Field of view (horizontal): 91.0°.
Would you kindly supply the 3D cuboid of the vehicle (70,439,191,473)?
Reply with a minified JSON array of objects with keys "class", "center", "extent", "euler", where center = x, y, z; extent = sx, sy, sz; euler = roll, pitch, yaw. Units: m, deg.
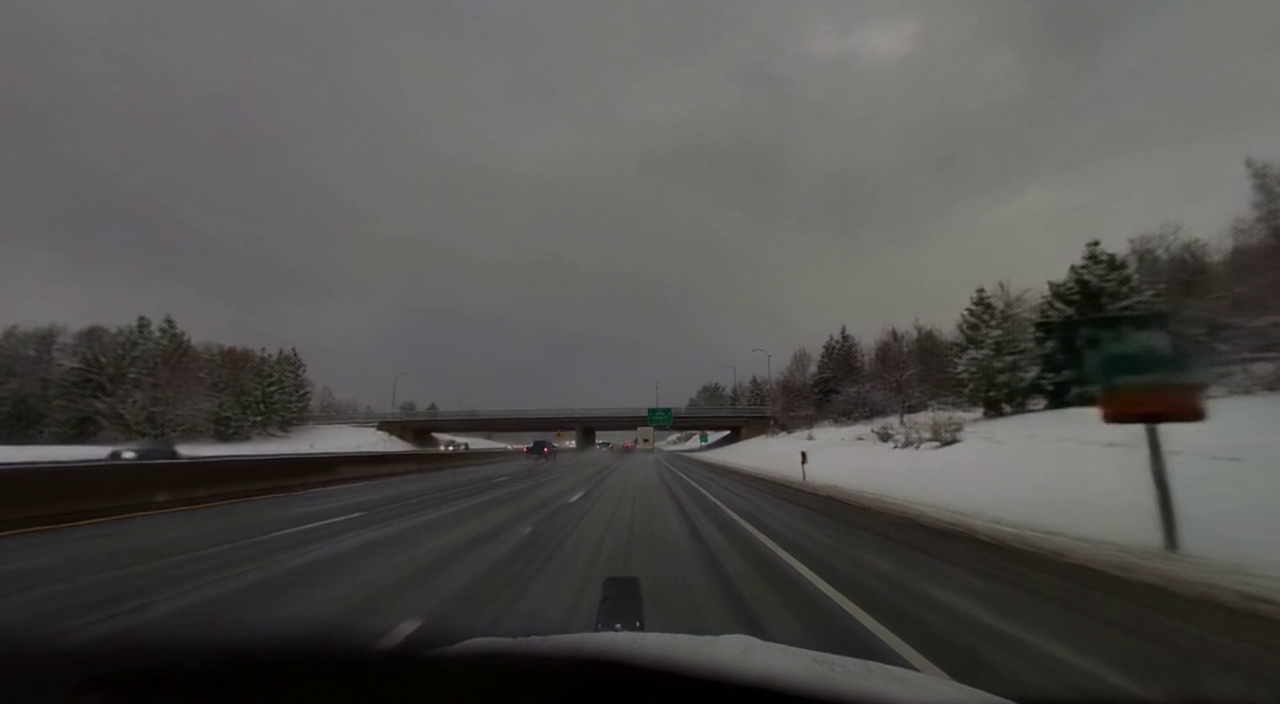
[{"class":"vehicle","center":[-31.938,6.522,39.825],"extent":[2.433,1.916,6.183],"euler":[0,-8,0]}]

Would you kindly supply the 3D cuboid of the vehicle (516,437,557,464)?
[{"class":"vehicle","center":[-7.075,6.811,43.498],"extent":[2.070,1.738,4.733],"euler":[0,-8,0]}]
